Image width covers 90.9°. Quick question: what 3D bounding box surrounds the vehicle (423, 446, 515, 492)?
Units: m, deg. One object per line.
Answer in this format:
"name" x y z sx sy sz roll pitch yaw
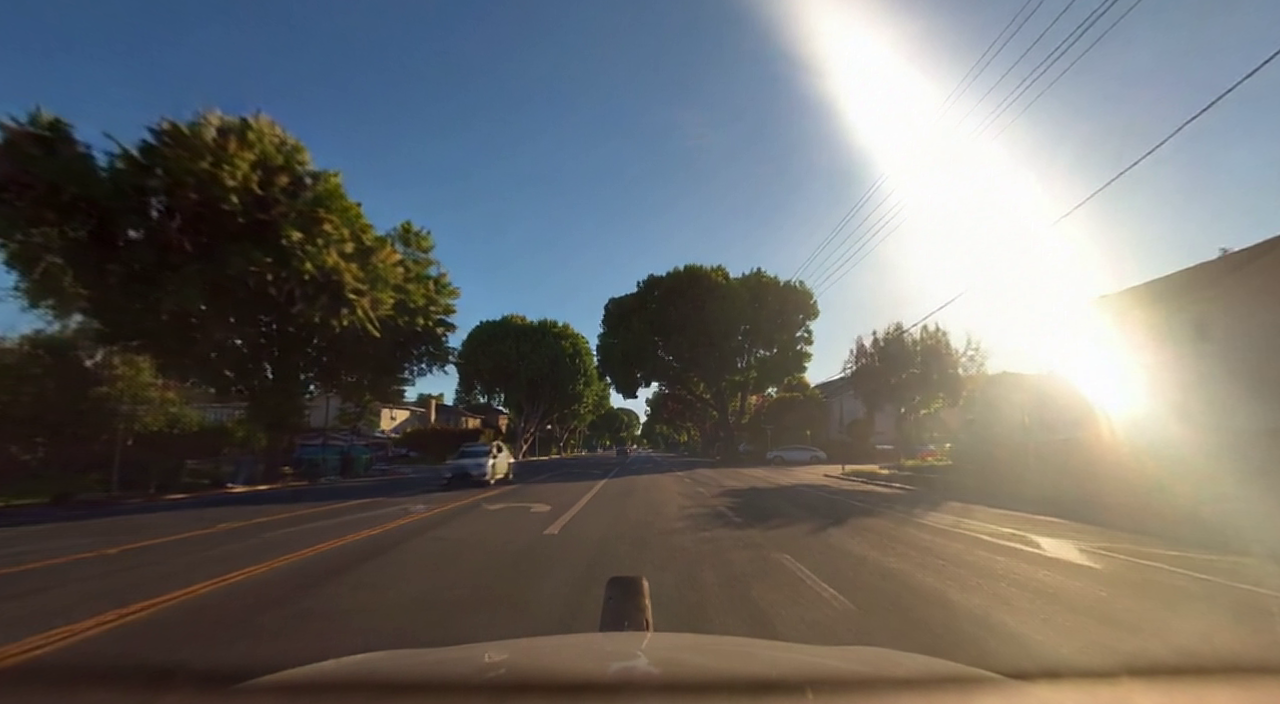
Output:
"vehicle" -6.389 4.403 24.169 2.163 1.588 4.509 0 -8 1

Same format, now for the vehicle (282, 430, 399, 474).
"vehicle" -20.611 6.890 43.601 6.794 2.863 2.387 0 -8 0

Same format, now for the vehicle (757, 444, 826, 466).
"vehicle" 11.349 7.717 47.465 4.565 1.600 2.023 0 -8 -5
